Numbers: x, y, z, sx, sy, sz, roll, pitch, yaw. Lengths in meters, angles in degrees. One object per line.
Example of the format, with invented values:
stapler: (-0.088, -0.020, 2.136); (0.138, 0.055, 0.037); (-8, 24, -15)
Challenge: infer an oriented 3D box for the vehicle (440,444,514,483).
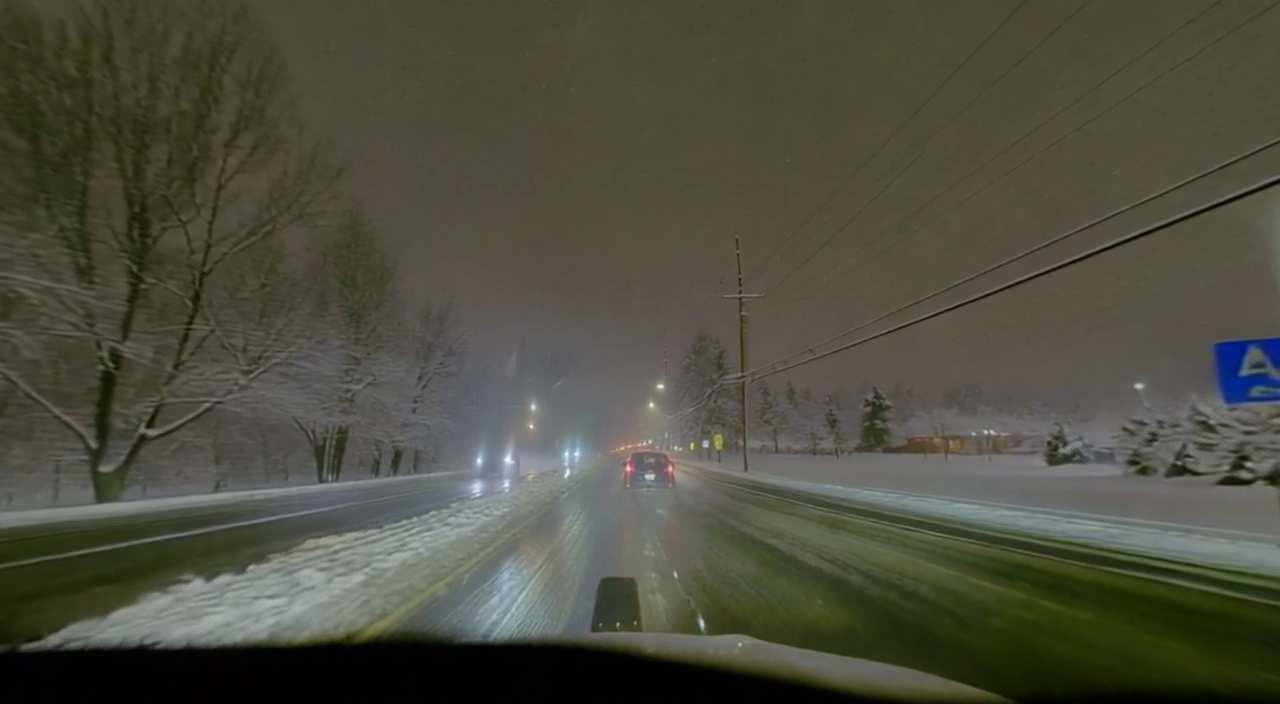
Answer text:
vehicle: (-7.952, 5.483, 31.168); (2.171, 1.757, 4.706); (-1, -9, 4)

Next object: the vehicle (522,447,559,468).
vehicle: (-7.645, 8.148, 48.650); (1.988, 1.510, 4.722); (-1, -9, 1)

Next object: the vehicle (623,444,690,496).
vehicle: (0.441, 3.850, 20.767); (2.014, 1.525, 3.670); (0, -9, -2)
